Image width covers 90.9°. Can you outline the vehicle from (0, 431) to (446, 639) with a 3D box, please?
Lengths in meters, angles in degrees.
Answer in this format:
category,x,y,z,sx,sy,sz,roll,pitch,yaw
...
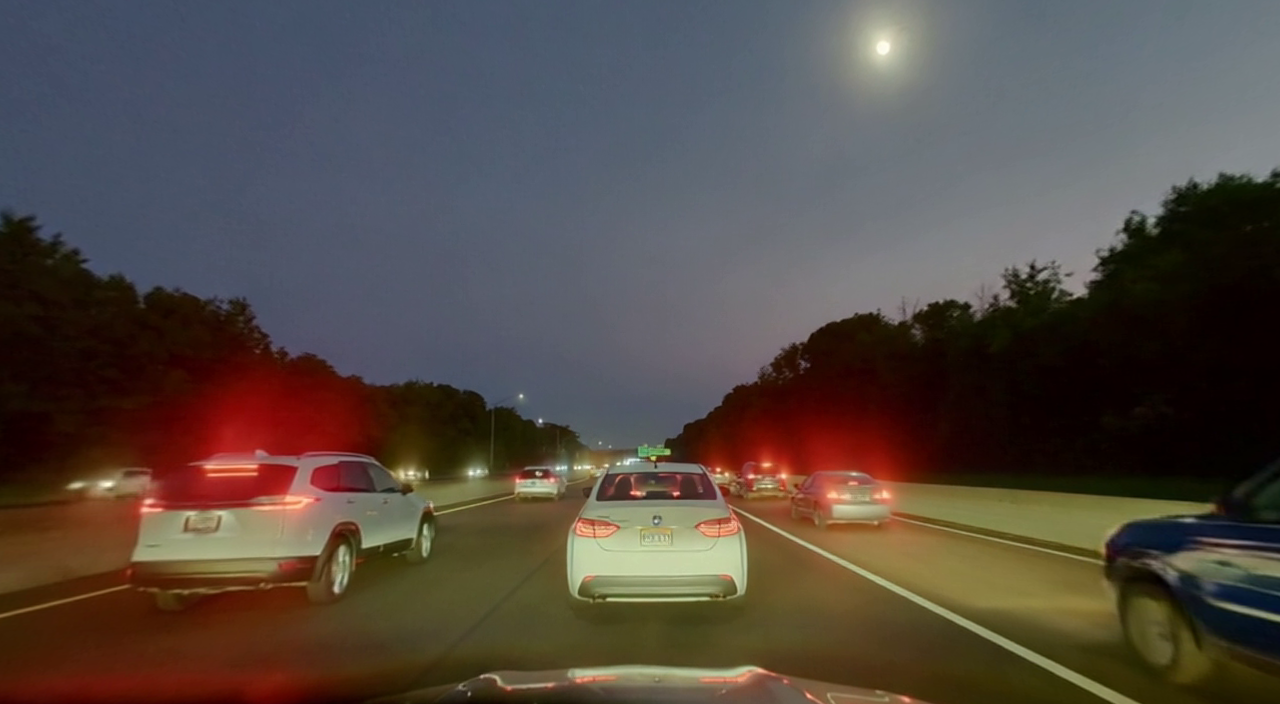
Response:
category,x,y,z,sx,sy,sz,roll,pitch,yaw
vehicle,-3.904,1.807,7.055,1.994,1.556,4.263,0,-11,1

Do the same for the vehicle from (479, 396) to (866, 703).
category,x,y,z,sx,sy,sz,roll,pitch,yaw
vehicle,0.141,1.493,5.507,2.057,1.725,4.126,1,-11,-1

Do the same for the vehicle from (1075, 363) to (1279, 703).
category,x,y,z,sx,sy,sz,roll,pitch,yaw
vehicle,4.394,0.895,2.659,1.984,1.876,4.287,1,-11,0
